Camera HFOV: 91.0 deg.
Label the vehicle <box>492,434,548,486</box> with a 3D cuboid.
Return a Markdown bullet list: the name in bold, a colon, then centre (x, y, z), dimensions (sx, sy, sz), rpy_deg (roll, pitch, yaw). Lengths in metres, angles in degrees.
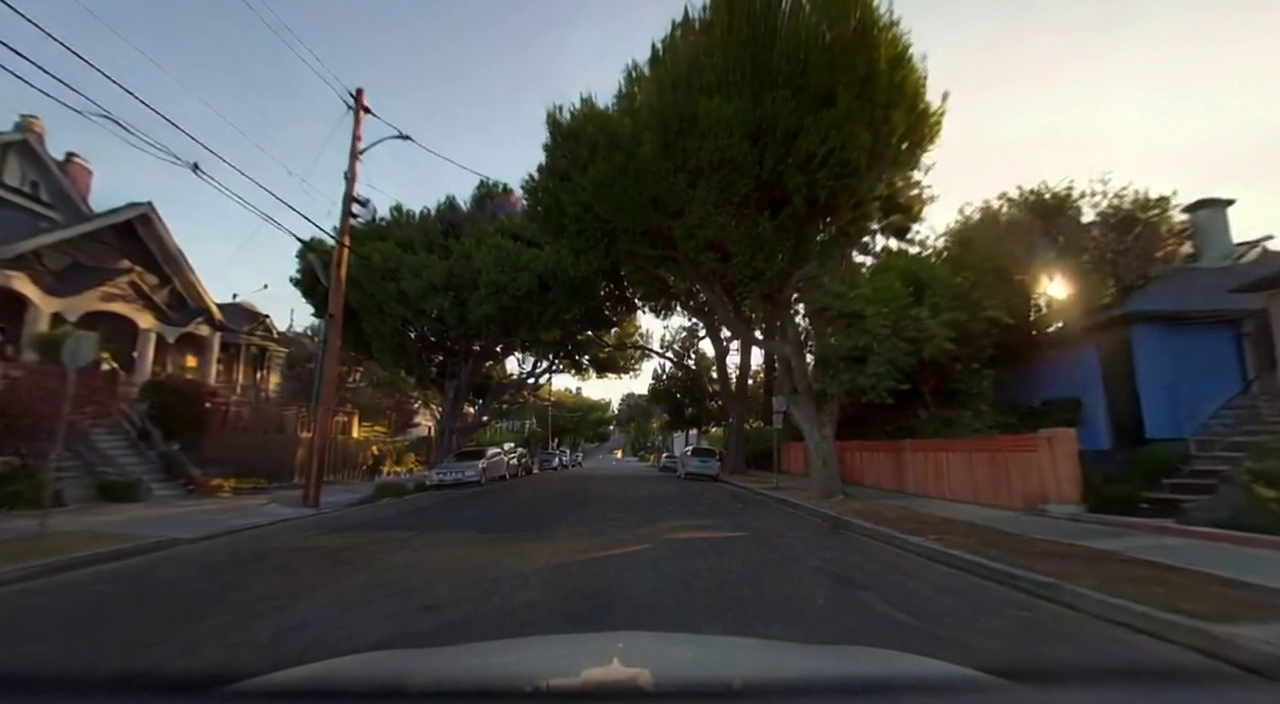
- **vehicle**: centre (-7.226, 6.739, 38.496), dimensions (2.153, 1.982, 6.150), rpy_deg (-5, -19, -1)

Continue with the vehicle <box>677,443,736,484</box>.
- **vehicle**: centre (3.083, 5.292, 30.333), dimensions (2.159, 1.760, 5.345), rpy_deg (0, -8, -1)

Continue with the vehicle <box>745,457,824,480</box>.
- **vehicle**: centre (9.802, 7.929, 42.981), dimensions (4.850, 1.506, 1.971), rpy_deg (0, -8, 0)

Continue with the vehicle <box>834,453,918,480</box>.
- **vehicle**: centre (13.680, 6.651, 36.655), dimensions (4.107, 1.481, 1.831), rpy_deg (0, -8, -2)

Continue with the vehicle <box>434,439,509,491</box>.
- **vehicle**: centre (-7.170, 4.987, 27.283), dimensions (1.947, 1.480, 4.330), rpy_deg (-3, -19, 1)
